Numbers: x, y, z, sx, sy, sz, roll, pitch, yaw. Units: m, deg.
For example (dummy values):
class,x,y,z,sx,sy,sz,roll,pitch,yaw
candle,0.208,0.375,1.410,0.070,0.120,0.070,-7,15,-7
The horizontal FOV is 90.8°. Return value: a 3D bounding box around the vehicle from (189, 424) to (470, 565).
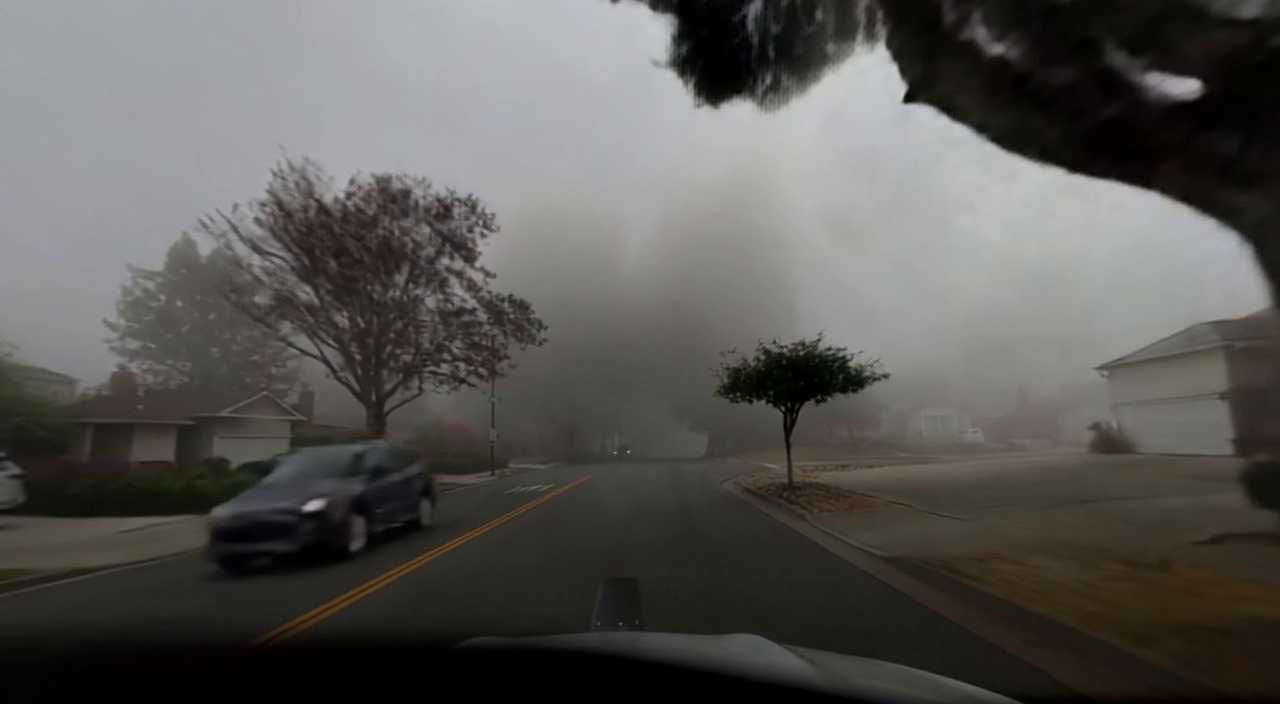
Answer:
class,x,y,z,sx,sy,sz,roll,pitch,yaw
vehicle,-4.484,2.115,10.190,2.131,1.731,4.533,0,-9,1
